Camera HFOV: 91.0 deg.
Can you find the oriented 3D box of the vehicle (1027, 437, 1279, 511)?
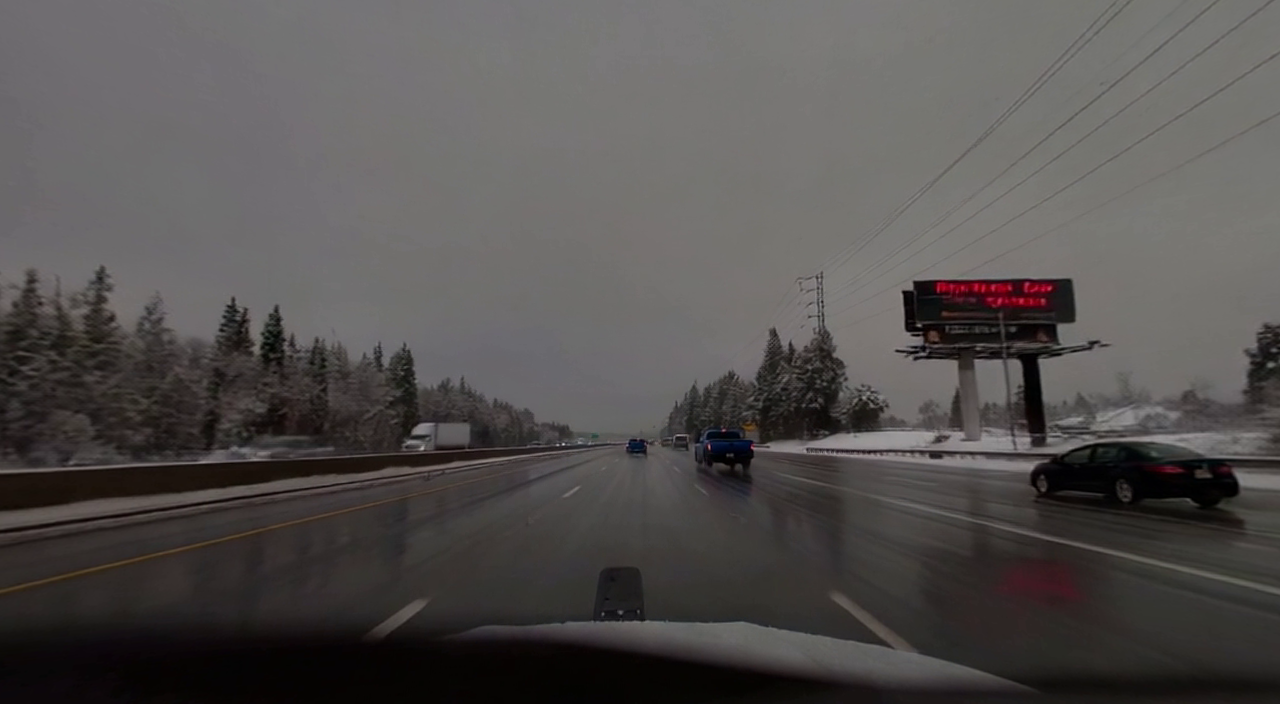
[{"bbox_3d":[11.718,2.790,14.953,2.076,1.470,4.644,0,-9,0],"label":"vehicle"}]

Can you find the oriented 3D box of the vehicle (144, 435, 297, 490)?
[{"bbox_3d":[-13.421,3.543,20.552,1.928,1.574,4.428,0,-9,0],"label":"vehicle"}]
